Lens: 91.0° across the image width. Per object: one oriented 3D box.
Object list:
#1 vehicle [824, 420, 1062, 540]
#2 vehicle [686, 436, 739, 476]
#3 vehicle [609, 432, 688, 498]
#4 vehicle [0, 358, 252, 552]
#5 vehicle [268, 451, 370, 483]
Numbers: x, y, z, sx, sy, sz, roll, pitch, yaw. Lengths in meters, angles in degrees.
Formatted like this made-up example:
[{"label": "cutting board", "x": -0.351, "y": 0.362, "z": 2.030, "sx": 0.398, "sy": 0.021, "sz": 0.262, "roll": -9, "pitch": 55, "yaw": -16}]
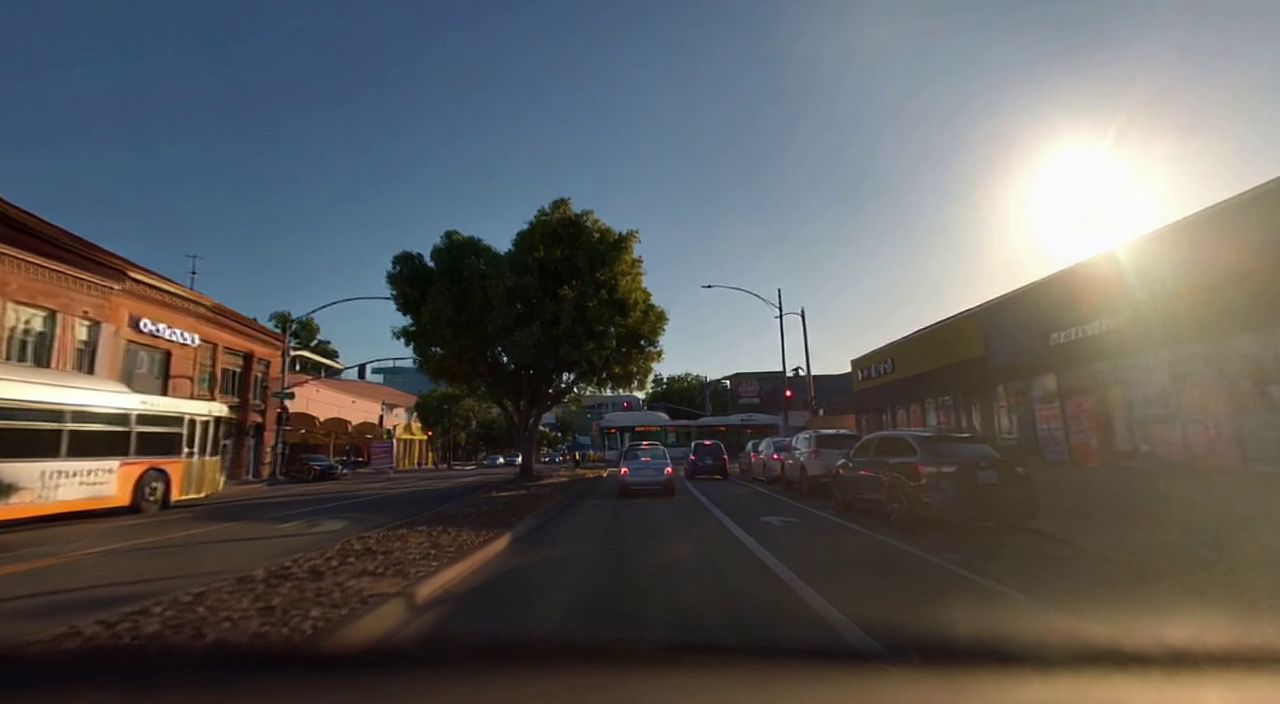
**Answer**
[{"label": "vehicle", "x": 4.975, "y": 2.164, "z": 11.210, "sx": 2.014, "sy": 1.681, "sz": 4.332, "roll": 0, "pitch": -9, "yaw": -1}, {"label": "vehicle", "x": 3.294, "y": 4.843, "z": 29.443, "sx": 2.222, "sy": 1.688, "sz": 3.952, "roll": 0, "pitch": -9, "yaw": 3}, {"label": "vehicle", "x": 0.174, "y": 3.356, "z": 19.049, "sx": 2.089, "sy": 1.699, "sz": 4.650, "roll": 1, "pitch": -9, "yaw": -1}, {"label": "vehicle", "x": -12.863, "y": 1.896, "z": 11.664, "sx": 3.356, "sy": 3.365, "sz": 12.460, "roll": 0, "pitch": -9, "yaw": 0}, {"label": "vehicle", "x": -19.650, "y": 7.019, "z": 38.667, "sx": 5.016, "sy": 1.792, "sz": 2.250, "roll": -1, "pitch": -9, "yaw": 7}]
